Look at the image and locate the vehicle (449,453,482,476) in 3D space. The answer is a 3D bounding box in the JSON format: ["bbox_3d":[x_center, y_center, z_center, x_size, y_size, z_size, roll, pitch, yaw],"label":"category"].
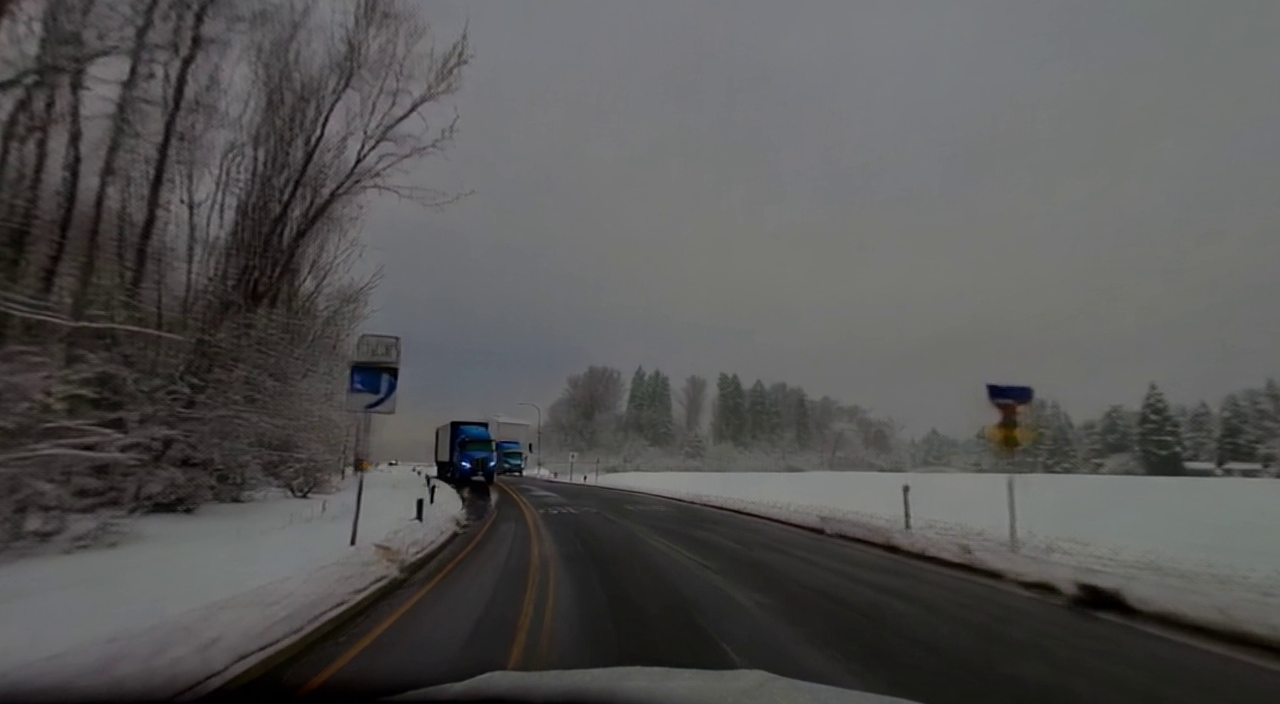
[{"bbox_3d":[-11.992,7.752,43.228,2.039,1.536,3.648,3,-11,-15],"label":"vehicle"}]
